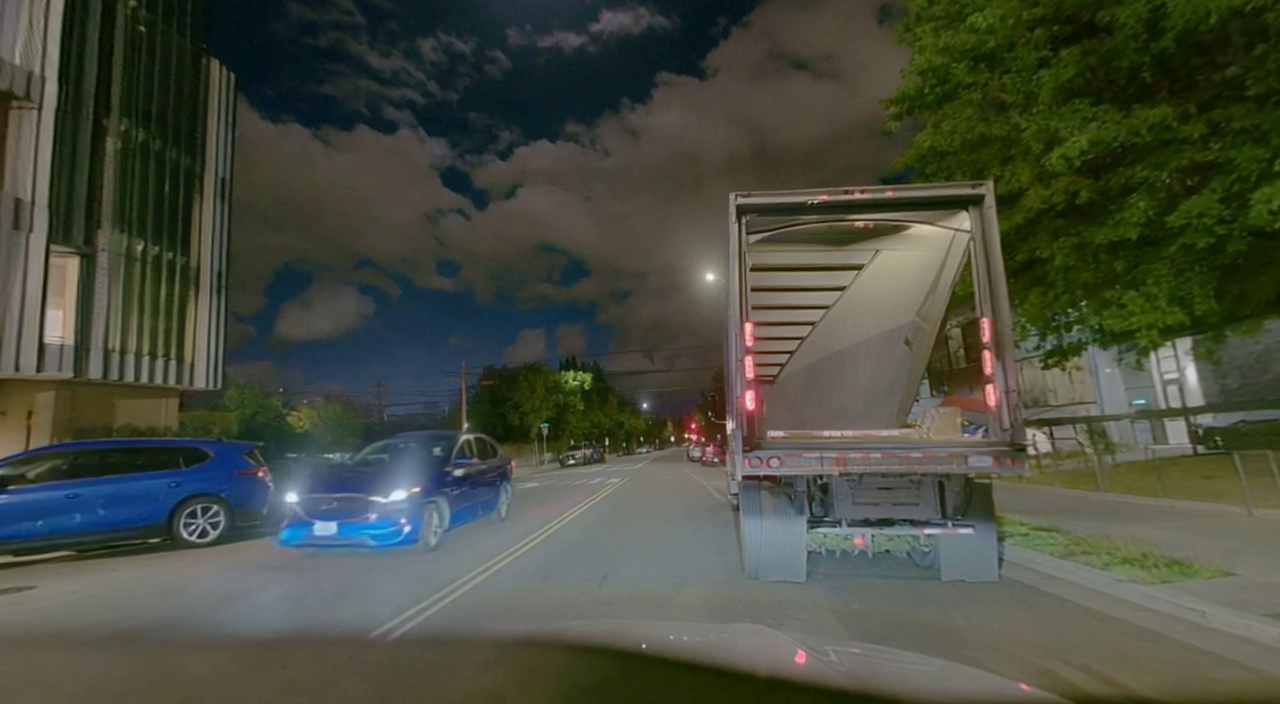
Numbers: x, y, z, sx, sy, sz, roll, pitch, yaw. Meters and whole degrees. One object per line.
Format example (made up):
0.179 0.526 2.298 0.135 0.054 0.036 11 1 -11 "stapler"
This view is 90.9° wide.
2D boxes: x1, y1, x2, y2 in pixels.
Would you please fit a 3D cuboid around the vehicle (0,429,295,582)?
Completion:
-8.158 2.099 9.166 5.022 1.872 2.137 7 -11 -41 "vehicle"

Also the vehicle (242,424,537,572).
-3.190 1.958 9.360 2.311 1.631 4.510 0 -8 3 "vehicle"

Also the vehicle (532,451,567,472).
-7.053 8.523 49.333 1.798 1.459 4.306 -1 -8 4 "vehicle"

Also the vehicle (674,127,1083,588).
2.527 0.792 11.303 3.320 4.034 11.553 -1 -8 5 "vehicle"
